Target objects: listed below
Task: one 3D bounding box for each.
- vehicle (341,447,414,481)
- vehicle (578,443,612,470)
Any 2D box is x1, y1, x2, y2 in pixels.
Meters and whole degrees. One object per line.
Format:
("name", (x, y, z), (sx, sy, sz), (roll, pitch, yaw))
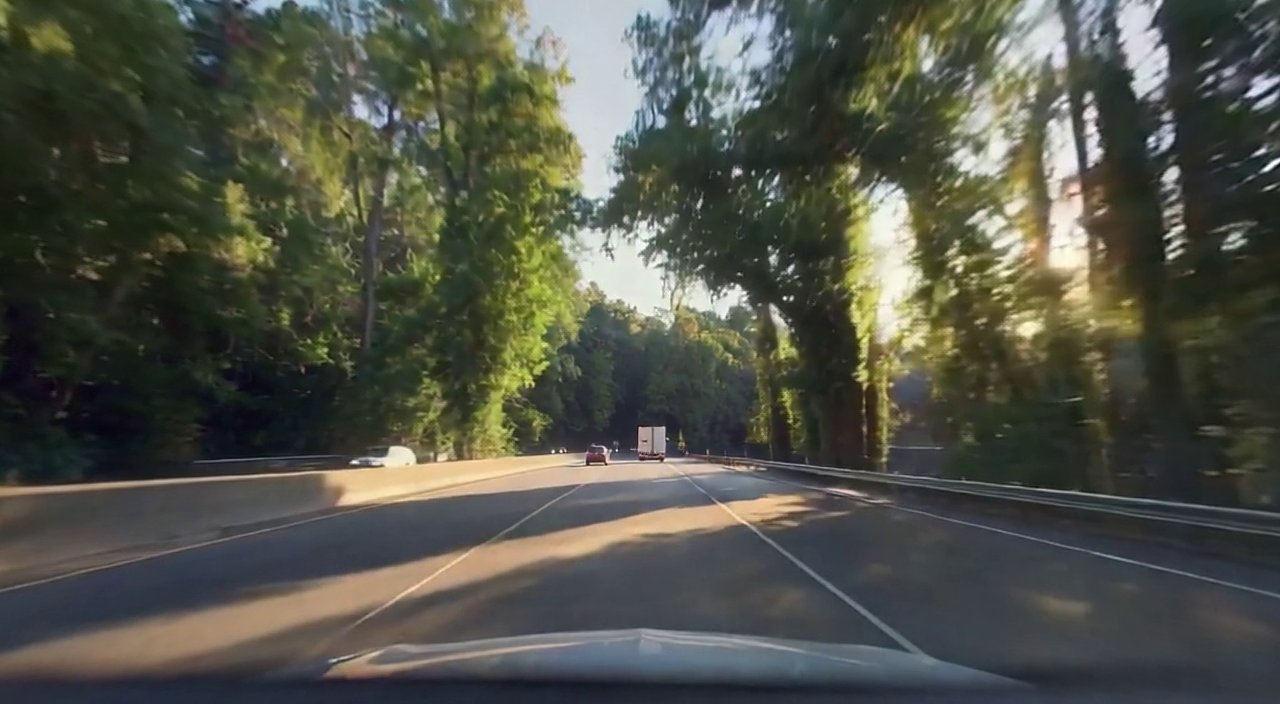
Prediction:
("vehicle", (-13.131, 5.604, 31.833), (1.845, 1.583, 4.154), (0, -9, 1))
("vehicle", (-3.351, 7.921, 47.933), (2.173, 1.924, 5.030), (0, -9, 1))
